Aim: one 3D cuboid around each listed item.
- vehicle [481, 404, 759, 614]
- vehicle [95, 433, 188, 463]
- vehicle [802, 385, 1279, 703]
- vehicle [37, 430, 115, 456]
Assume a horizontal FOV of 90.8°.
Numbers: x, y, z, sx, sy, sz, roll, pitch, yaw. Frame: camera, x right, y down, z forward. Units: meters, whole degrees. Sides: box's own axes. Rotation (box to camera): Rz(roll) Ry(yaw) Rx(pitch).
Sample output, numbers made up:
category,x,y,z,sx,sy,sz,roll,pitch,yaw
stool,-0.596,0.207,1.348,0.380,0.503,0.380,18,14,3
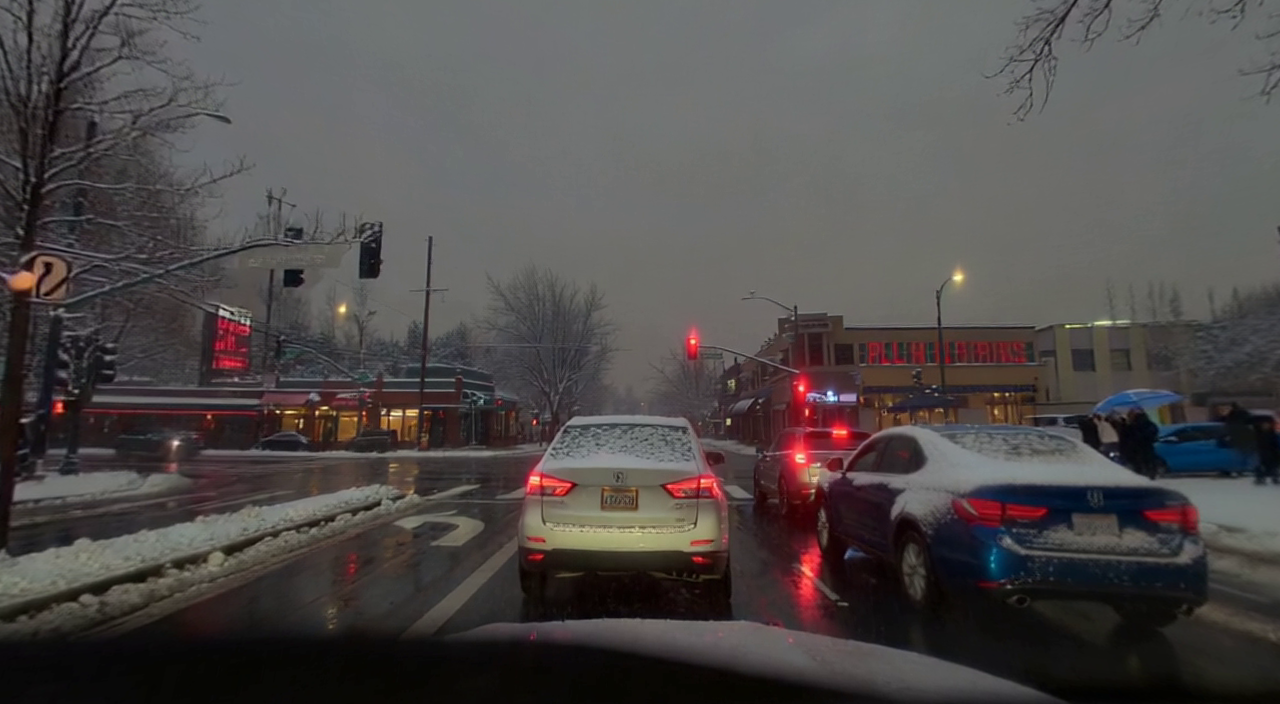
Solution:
category,x,y,z,sx,sy,sz,roll,pitch,yaw
vehicle,-0.149,1.550,7.253,2.123,1.589,4.702,0,-8,0
vehicle,-27.587,5.312,34.950,4.253,1.570,2.132,-4,-9,23
vehicle,3.018,1.314,5.444,1.983,1.654,4.354,0,-8,-1
vehicle,-40.341,6.536,45.209,5.003,1.799,2.066,-4,-9,23
